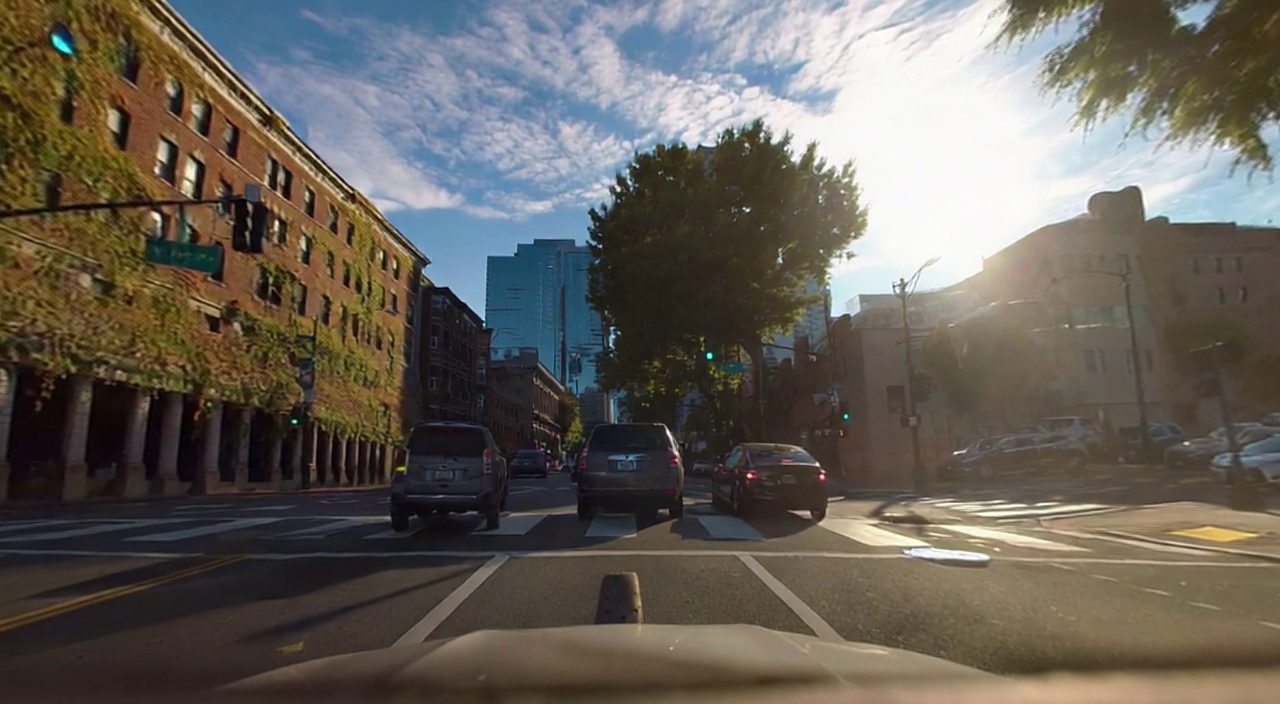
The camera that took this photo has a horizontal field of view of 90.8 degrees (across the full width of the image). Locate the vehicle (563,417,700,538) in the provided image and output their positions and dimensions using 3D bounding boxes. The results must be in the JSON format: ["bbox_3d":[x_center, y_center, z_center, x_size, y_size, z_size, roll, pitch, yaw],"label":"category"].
[{"bbox_3d":[-0.183,2.265,12.045,2.105,1.842,4.537,0,-8,-1],"label":"vehicle"}]

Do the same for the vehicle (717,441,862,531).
[{"bbox_3d":[2.741,2.539,12.597,1.852,1.462,4.155,0,-8,0],"label":"vehicle"}]

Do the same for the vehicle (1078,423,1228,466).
[{"bbox_3d":[20.822,3.784,25.782,4.355,1.663,1.948,0,-8,0],"label":"vehicle"}]

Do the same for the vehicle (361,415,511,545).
[{"bbox_3d":[-3.352,2.142,11.233,1.855,1.812,4.244,1,-9,-9],"label":"vehicle"}]

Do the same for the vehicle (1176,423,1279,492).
[{"bbox_3d":[17.356,2.829,16.816,4.547,1.720,1.624,0,-12,-1],"label":"vehicle"}]
